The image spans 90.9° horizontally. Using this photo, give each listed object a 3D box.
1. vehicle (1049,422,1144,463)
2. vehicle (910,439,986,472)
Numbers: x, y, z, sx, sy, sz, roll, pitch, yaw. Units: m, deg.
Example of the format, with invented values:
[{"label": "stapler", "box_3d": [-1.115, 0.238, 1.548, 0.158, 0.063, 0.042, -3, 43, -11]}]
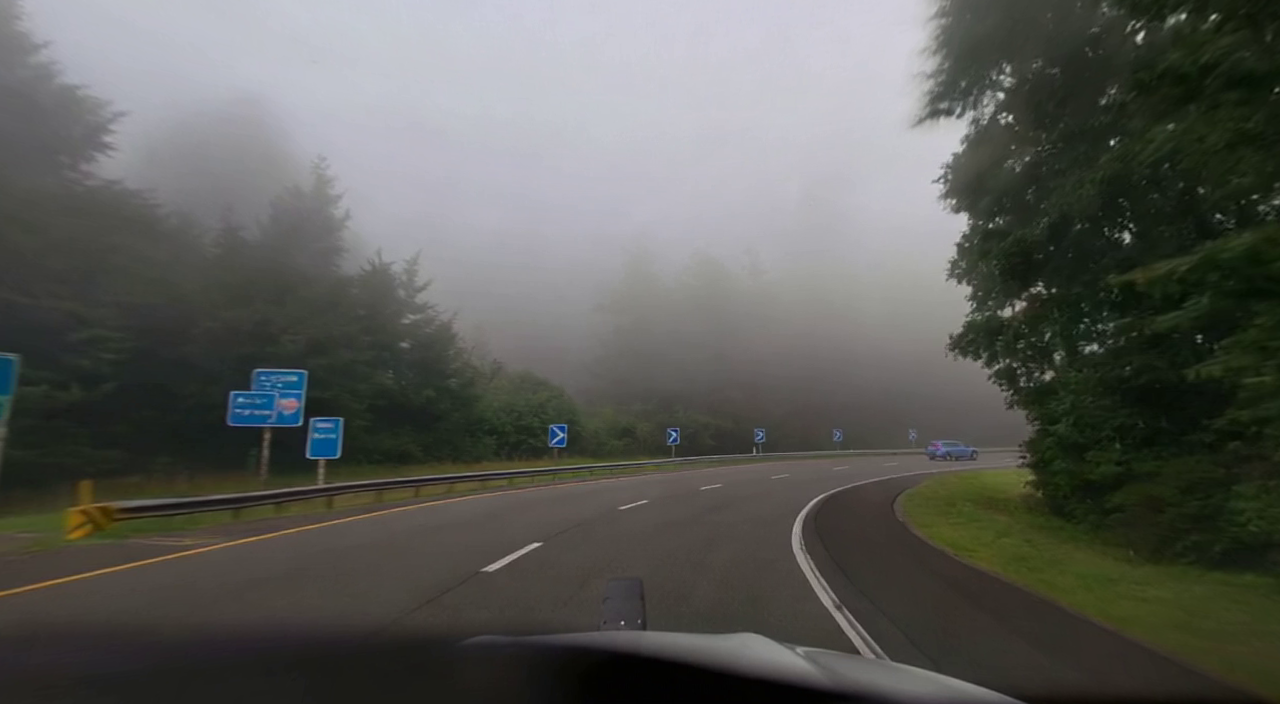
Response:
[{"label": "vehicle", "box_3d": [33.068, 6.601, 45.694, 5.981, 2.823, 2.498, 3, -10, -21]}, {"label": "vehicle", "box_3d": [17.266, 5.764, 35.250, 4.325, 1.674, 2.221, 8, -12, -41]}]
